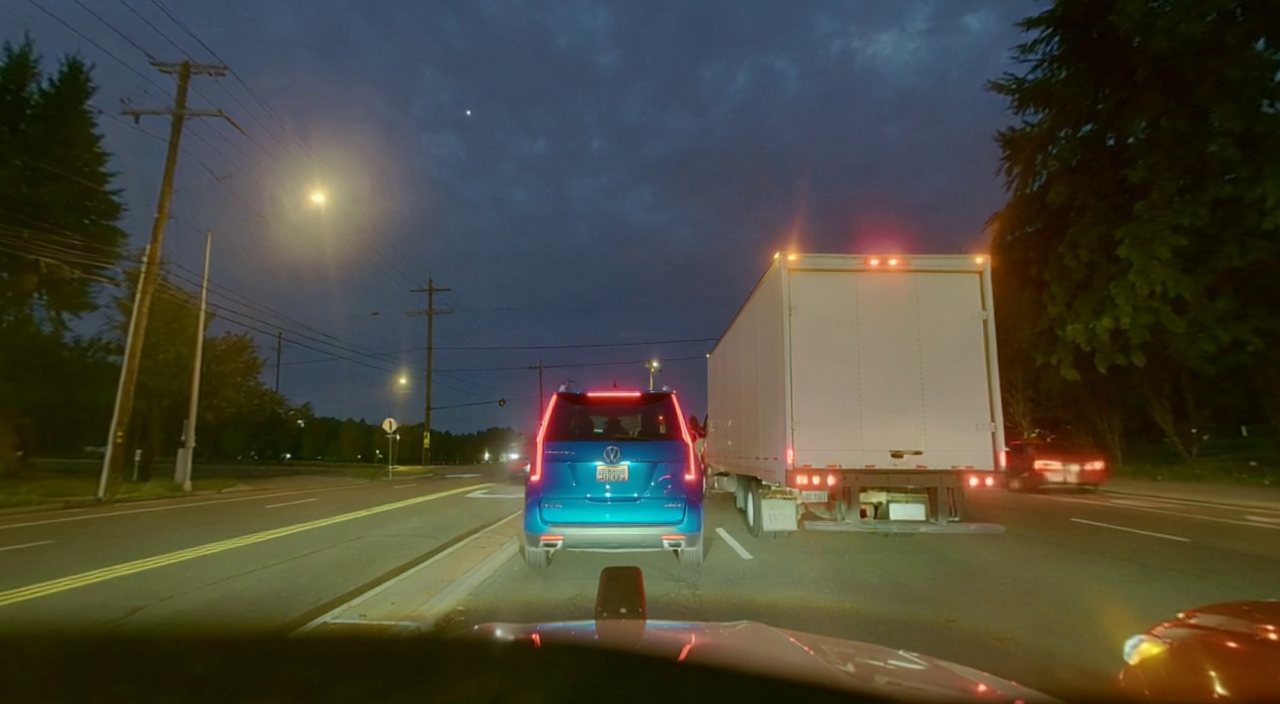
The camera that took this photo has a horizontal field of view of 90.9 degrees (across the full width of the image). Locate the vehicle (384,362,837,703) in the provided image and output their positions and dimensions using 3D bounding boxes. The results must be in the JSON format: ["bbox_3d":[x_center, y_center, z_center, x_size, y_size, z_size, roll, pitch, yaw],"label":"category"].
[{"bbox_3d":[-0.132,1.223,5.133,2.114,1.732,4.230,0,-8,0],"label":"vehicle"}]

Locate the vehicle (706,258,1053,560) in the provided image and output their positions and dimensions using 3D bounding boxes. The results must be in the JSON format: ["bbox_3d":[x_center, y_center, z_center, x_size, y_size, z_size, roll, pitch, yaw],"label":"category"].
[{"bbox_3d":[3.224,1.255,11.834,2.915,3.559,8.848,0,-8,-1],"label":"vehicle"}]

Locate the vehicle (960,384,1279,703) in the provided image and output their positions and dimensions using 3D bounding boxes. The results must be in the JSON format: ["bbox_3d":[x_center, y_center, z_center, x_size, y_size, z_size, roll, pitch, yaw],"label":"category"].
[{"bbox_3d":[2.833,0.747,1.193,1.971,1.484,4.728,0,-8,0],"label":"vehicle"}]
